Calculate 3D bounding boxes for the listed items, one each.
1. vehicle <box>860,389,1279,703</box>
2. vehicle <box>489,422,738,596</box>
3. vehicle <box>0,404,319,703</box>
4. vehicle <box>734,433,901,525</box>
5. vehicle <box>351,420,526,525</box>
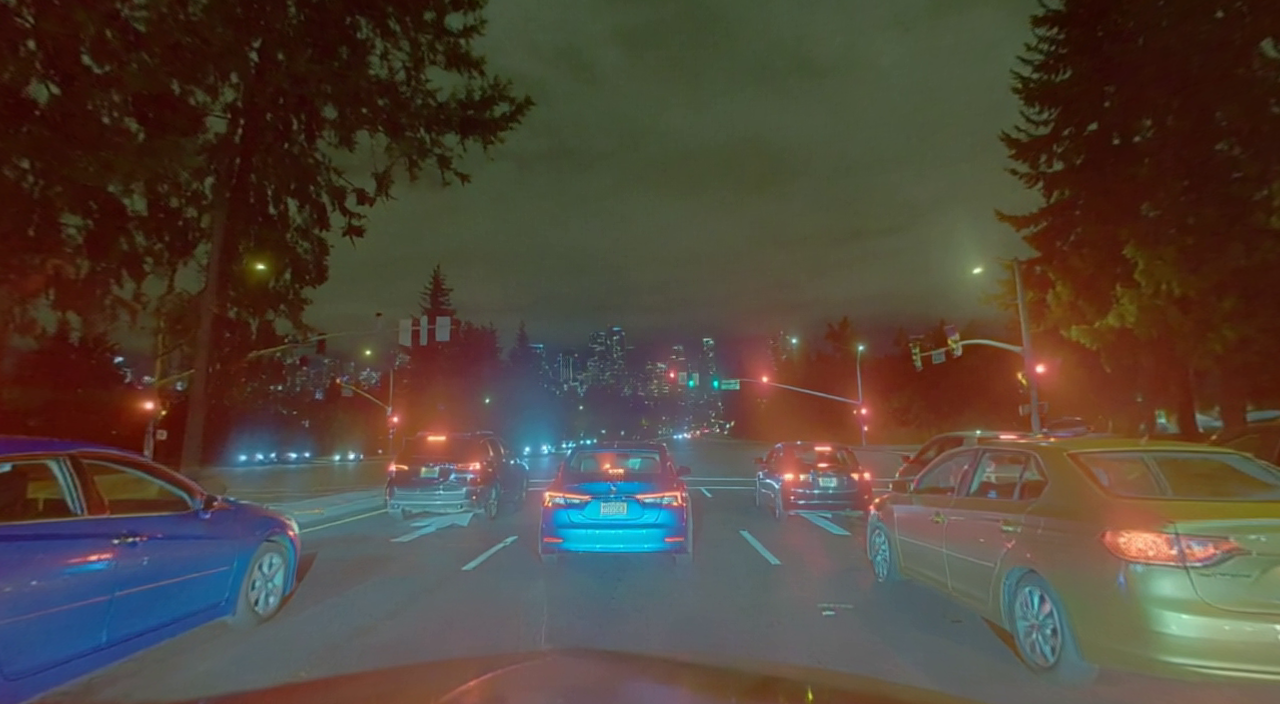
[{"bbox_3d":[3.134,1.151,4.055,1.903,1.480,4.270,0,-8,0],"label":"vehicle"},{"bbox_3d":[-0.264,1.644,7.429,2.147,1.479,3.803,0,-8,-1],"label":"vehicle"},{"bbox_3d":[-3.645,1.023,3.003,1.935,1.482,4.433,0,-8,-1],"label":"vehicle"},{"bbox_3d":[3.180,2.337,12.327,1.975,1.460,4.357,0,-8,0],"label":"vehicle"},{"bbox_3d":[-3.731,2.315,12.616,1.961,1.714,4.268,0,-8,2],"label":"vehicle"}]
